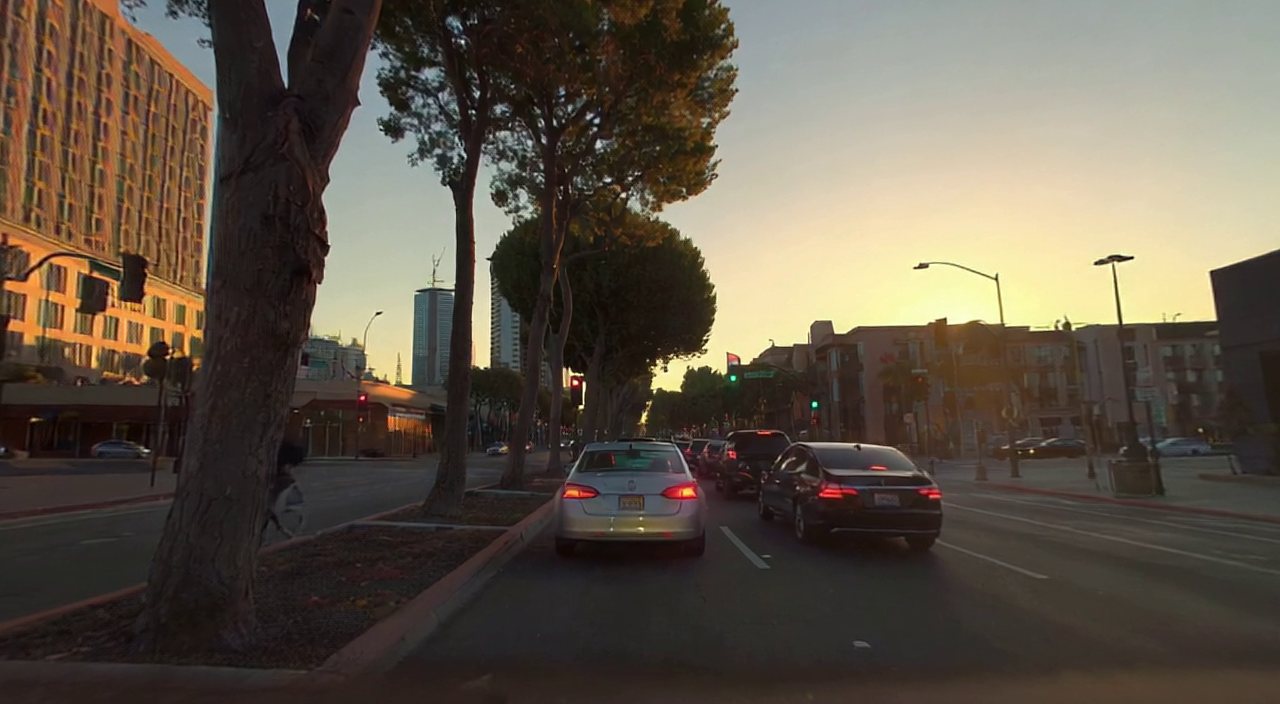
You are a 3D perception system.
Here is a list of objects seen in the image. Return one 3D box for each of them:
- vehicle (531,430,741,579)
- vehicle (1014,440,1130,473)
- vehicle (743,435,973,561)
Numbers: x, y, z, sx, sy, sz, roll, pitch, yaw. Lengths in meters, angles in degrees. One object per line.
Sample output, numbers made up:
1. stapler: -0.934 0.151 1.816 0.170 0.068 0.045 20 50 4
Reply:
1. vehicle: -0.086 1.828 8.421 2.087 1.456 4.143 0 -8 -1
2. vehicle: 22.832 5.525 33.458 4.610 1.622 1.934 -1 -8 4
3. vehicle: 2.913 2.031 9.583 1.893 1.446 4.270 0 -8 -1
